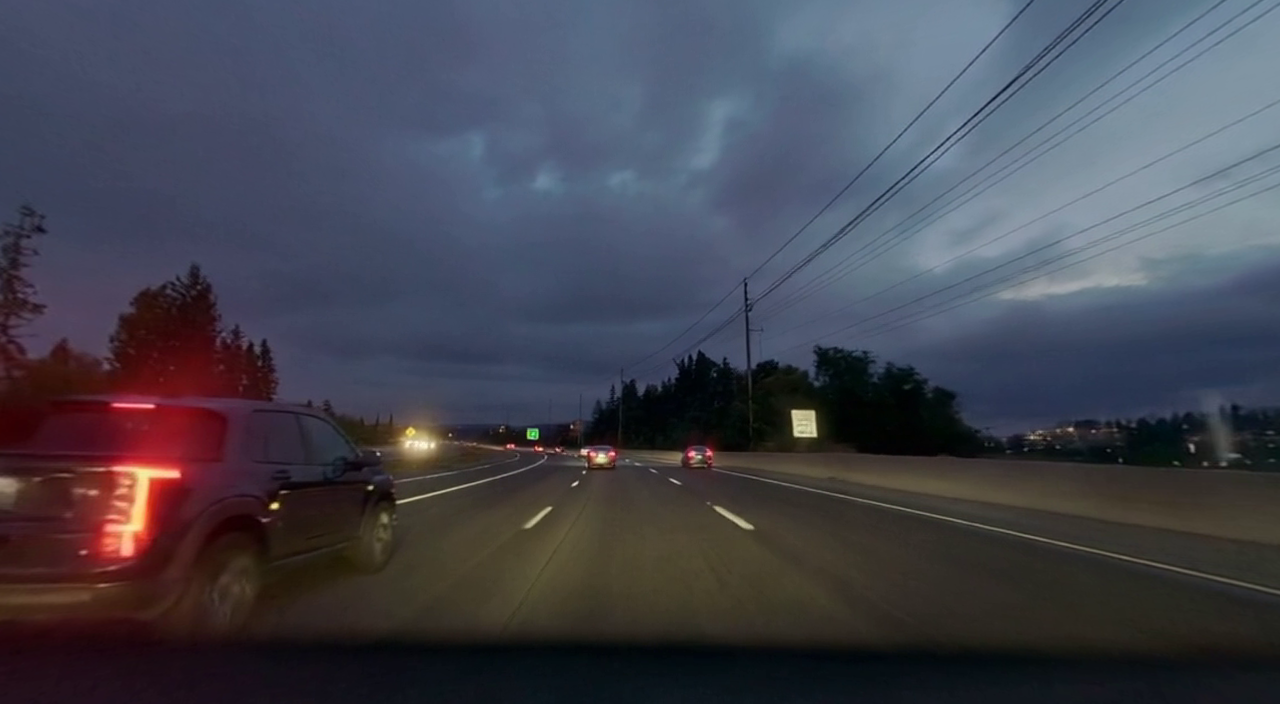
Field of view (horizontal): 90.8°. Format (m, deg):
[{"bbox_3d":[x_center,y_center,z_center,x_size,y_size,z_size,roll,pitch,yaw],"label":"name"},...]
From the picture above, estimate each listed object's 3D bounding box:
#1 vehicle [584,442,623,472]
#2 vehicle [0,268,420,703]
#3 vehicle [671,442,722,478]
[{"bbox_3d":[-2.275,6.335,38.364,2.188,1.714,3.921,1,-8,-5],"label":"vehicle"},{"bbox_3d":[-4.100,1.083,5.271,2.475,2.152,5.837,0,-8,-1],"label":"vehicle"},{"bbox_3d":[2.558,4.982,29.411,1.789,1.503,3.897,0,-8,-3],"label":"vehicle"}]
